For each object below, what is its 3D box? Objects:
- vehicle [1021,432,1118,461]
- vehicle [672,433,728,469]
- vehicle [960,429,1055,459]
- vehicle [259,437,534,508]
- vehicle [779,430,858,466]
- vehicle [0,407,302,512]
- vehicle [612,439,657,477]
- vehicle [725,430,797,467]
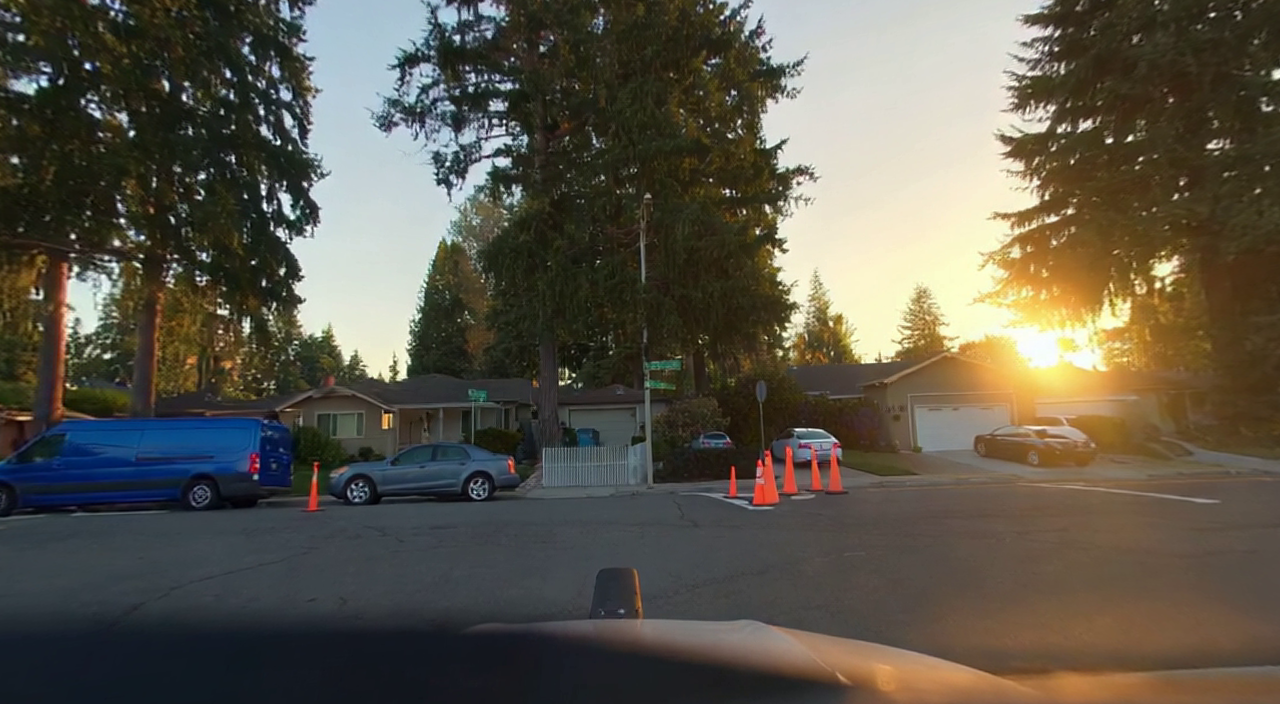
[{"bbox_3d":[22.767,5.015,33.574,3.863,1.453,1.826,1,-8,-5],"label":"vehicle"},{"bbox_3d":[2.600,4.422,28.375,1.745,1.461,4.074,1,-8,-6],"label":"vehicle"},{"bbox_3d":[24.124,6.034,41.526,4.984,1.912,2.132,1,-8,-6],"label":"vehicle"},{"bbox_3d":[-6.505,3.332,17.890,6.643,1.777,2.925,1,-8,-4],"label":"vehicle"},{"bbox_3d":[8.054,4.380,28.947,1.893,1.529,4.422,1,-8,-7],"label":"vehicle"},{"bbox_3d":[-14.089,2.999,17.442,7.824,2.323,2.863,-3,-10,-2],"label":"vehicle"},{"bbox_3d":[-0.303,4.644,27.949,1.648,1.430,3.654,4,-9,-4],"label":"vehicle"},{"bbox_3d":[5.340,4.345,28.508,2.007,1.555,4.204,1,-8,-7],"label":"vehicle"}]
